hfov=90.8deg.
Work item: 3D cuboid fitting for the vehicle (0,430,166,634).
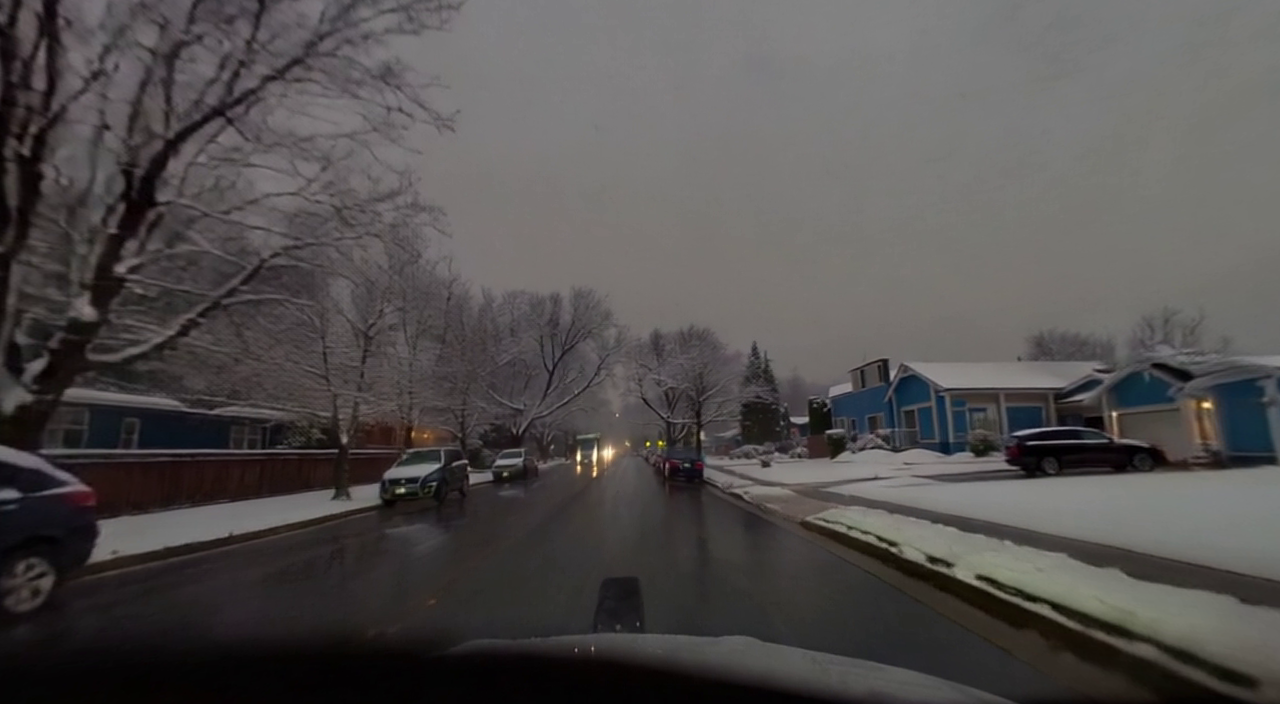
[{"bbox_3d":[-6.296,1.435,4.841,2.031,1.662,4.194,0,-8,0],"label":"vehicle"}]

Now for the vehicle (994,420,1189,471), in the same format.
[{"bbox_3d":[13.632,2.864,19.398,4.370,1.433,1.889,-2,-8,13],"label":"vehicle"}]

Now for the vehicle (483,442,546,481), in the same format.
[{"bbox_3d":[-6.579,5.779,33.855,2.265,1.876,5.371,0,-8,0],"label":"vehicle"}]

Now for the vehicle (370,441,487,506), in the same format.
[{"bbox_3d":[-6.208,3.584,19.146,2.033,1.721,4.328,0,-8,0],"label":"vehicle"}]

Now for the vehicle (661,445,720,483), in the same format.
[{"bbox_3d":[2.123,4.868,27.789,1.996,1.516,4.122,0,-8,-4],"label":"vehicle"}]
